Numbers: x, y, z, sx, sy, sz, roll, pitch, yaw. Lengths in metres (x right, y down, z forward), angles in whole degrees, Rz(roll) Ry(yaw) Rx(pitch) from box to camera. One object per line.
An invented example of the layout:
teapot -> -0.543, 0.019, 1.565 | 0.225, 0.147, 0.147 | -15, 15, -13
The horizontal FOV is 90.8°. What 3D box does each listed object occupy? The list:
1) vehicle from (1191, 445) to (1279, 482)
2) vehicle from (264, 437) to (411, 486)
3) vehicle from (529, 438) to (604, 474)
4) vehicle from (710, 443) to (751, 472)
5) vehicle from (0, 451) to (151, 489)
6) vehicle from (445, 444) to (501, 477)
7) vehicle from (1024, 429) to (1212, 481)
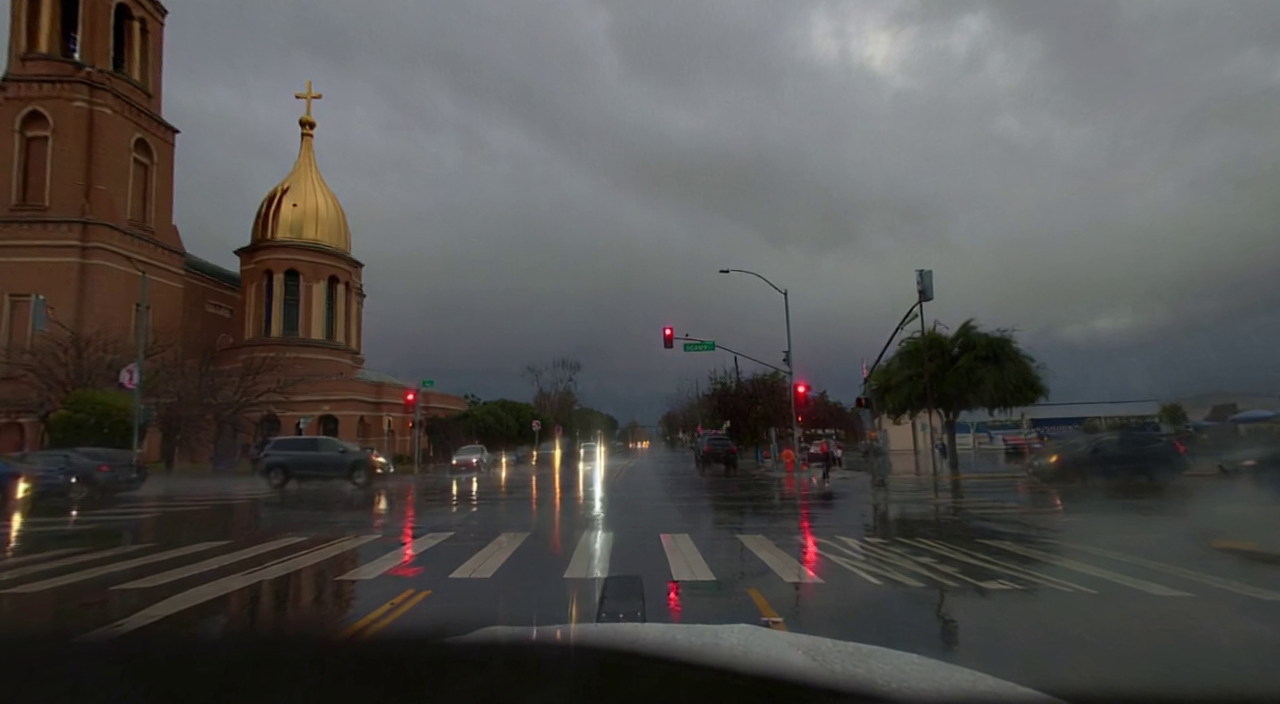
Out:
vehicle -> 26.402, 4.674, 26.642 | 4.561, 1.475, 1.850 | 0, -8, 0
vehicle -> -11.380, 4.137, 24.084 | 4.567, 1.724, 2.051 | 1, -9, -9
vehicle -> -3.649, 5.298, 32.402 | 2.223, 1.692, 4.688 | -2, -9, 15
vehicle -> 5.880, 6.859, 41.482 | 1.969, 1.776, 4.329 | 0, -8, -2
vehicle -> -23.338, 4.877, 26.245 | 4.479, 1.476, 1.873 | 0, -8, 2
vehicle -> -10.181, 6.612, 38.942 | 2.076, 1.876, 4.669 | 0, -8, 1
vehicle -> 19.897, 4.315, 26.553 | 5.852, 2.057, 2.361 | 0, -8, 1
